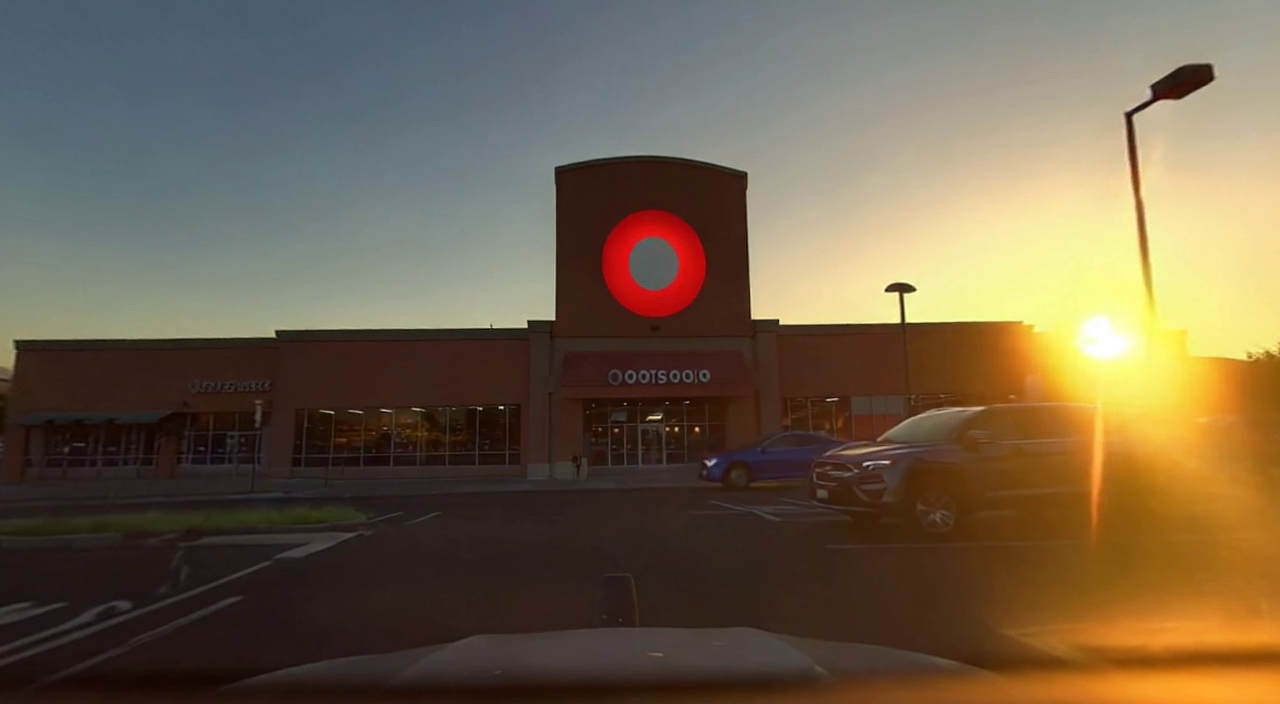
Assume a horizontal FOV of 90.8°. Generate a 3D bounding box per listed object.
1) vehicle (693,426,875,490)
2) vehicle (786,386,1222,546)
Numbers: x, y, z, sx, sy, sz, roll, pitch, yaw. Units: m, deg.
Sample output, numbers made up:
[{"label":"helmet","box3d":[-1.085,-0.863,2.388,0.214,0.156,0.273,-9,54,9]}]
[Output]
[{"label":"vehicle","box3d":[4.296,3.211,19.345,4.957,1.788,2.092,1,-9,-8]},{"label":"vehicle","box3d":[4.912,1.577,9.140,4.864,1.916,2.413,1,-8,-7]}]
